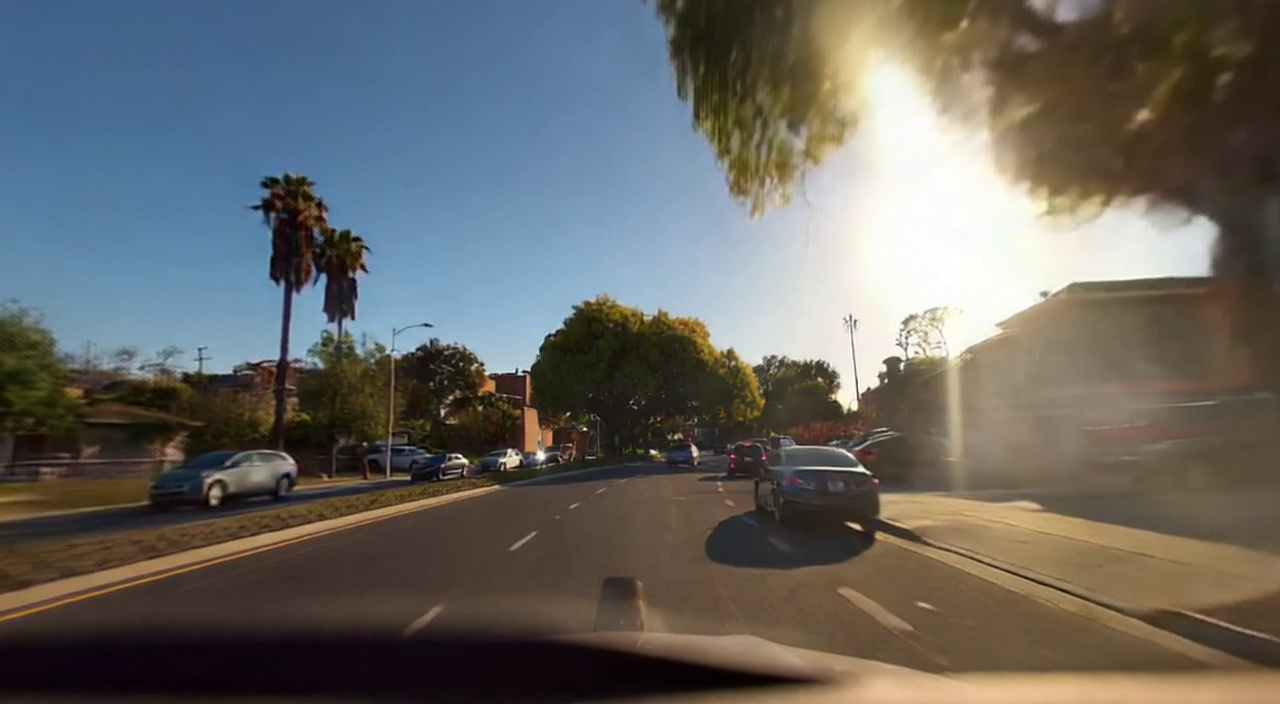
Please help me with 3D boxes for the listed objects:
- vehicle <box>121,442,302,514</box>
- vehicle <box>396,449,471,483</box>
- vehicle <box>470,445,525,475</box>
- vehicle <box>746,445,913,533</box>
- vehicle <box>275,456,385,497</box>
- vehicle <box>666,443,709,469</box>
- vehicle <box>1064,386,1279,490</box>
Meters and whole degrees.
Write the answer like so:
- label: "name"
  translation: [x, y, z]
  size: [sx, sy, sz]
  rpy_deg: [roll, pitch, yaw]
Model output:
- label: "vehicle"
  translation: [-13.398, 3.949, 20.261]
  size: [2.131, 1.902, 4.924]
  rpy_deg: [-3, -9, 4]
- label: "vehicle"
  translation: [-11.623, 6.433, 36.032]
  size: [1.967, 1.736, 4.730]
  rpy_deg: [-2, -9, 11]
- label: "vehicle"
  translation: [-10.020, 7.649, 44.956]
  size: [2.081, 1.948, 4.821]
  rpy_deg: [-2, -9, 10]
- label: "vehicle"
  translation: [3.505, 2.600, 12.739]
  size: [2.037, 1.425, 4.621]
  rpy_deg: [0, -9, 1]
- label: "vehicle"
  translation: [-12.846, 5.155, 26.572]
  size: [1.866, 1.501, 4.681]
  rpy_deg: [-1, -9, 6]
- label: "vehicle"
  translation: [3.002, 6.401, 38.980]
  size: [2.035, 1.474, 4.284]
  rpy_deg: [-2, -9, 13]
- label: "vehicle"
  translation: [12.928, 1.924, 13.942]
  size: [5.550, 2.066, 2.288]
  rpy_deg: [-6, -11, 28]
